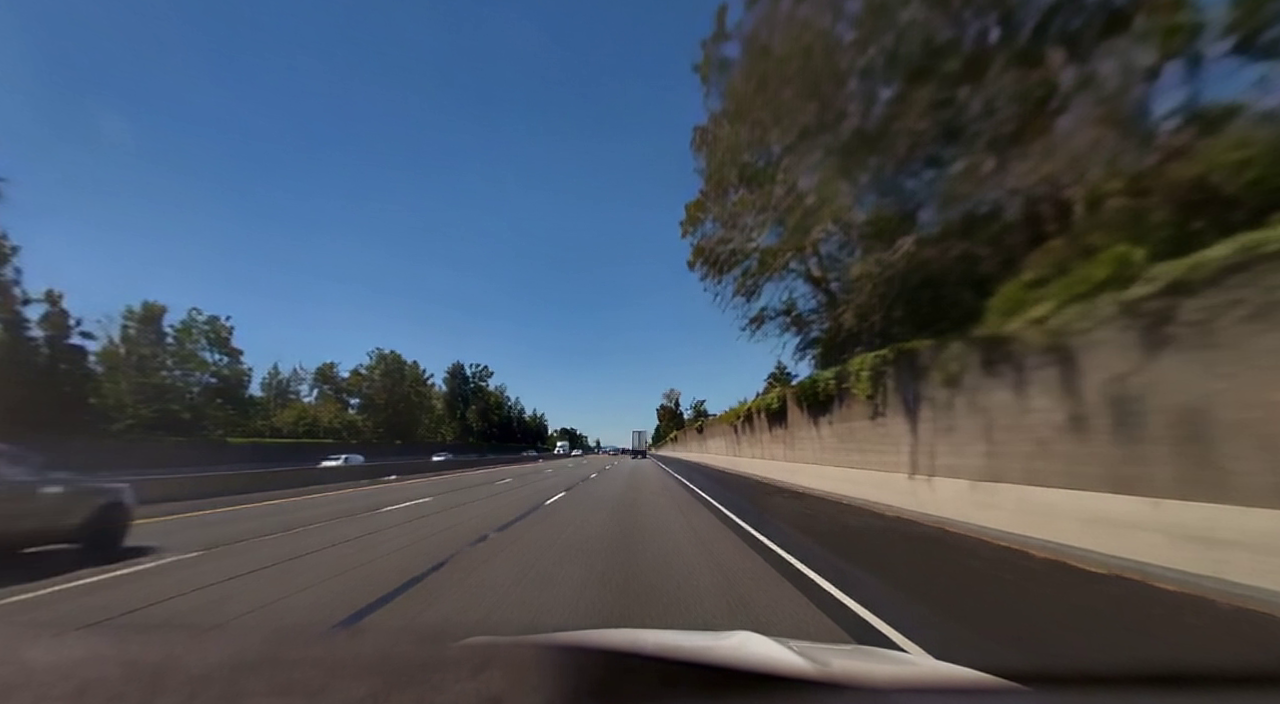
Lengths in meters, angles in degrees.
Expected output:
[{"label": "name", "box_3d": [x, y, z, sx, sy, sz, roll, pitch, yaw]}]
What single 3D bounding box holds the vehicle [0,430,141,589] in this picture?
[{"label": "vehicle", "box_3d": [-7.482, 1.446, 5.455, 2.179, 1.577, 5.070, 0, -9, 0]}]
